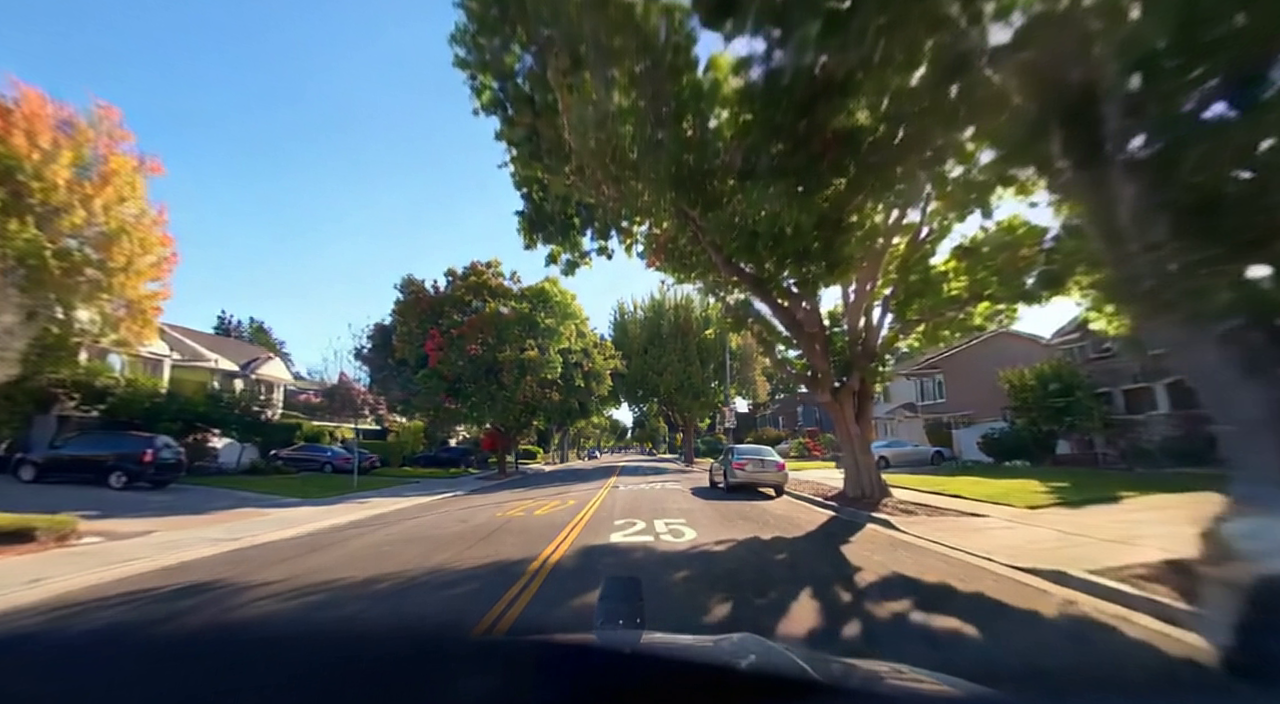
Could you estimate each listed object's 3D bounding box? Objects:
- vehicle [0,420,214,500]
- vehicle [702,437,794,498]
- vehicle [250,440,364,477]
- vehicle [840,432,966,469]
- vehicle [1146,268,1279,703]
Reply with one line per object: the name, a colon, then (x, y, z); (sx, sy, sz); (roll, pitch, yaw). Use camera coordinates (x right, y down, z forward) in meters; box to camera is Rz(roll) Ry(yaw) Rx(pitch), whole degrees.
vehicle: (-14.405, 2.942, 17.541); (1.933, 1.837, 4.670); (-2, -8, -1)
vehicle: (3.148, 3.470, 19.448); (1.988, 1.618, 4.567); (0, -8, -1)
vehicle: (-16.135, 5.182, 30.806); (4.331, 1.738, 2.067); (0, -9, 1)
vehicle: (11.284, 4.278, 27.375); (4.472, 1.481, 2.143); (-1, -8, 0)
vehicle: (3.109, 0.316, 0.355); (2.007, 1.702, 4.430); (-1, -8, 1)
